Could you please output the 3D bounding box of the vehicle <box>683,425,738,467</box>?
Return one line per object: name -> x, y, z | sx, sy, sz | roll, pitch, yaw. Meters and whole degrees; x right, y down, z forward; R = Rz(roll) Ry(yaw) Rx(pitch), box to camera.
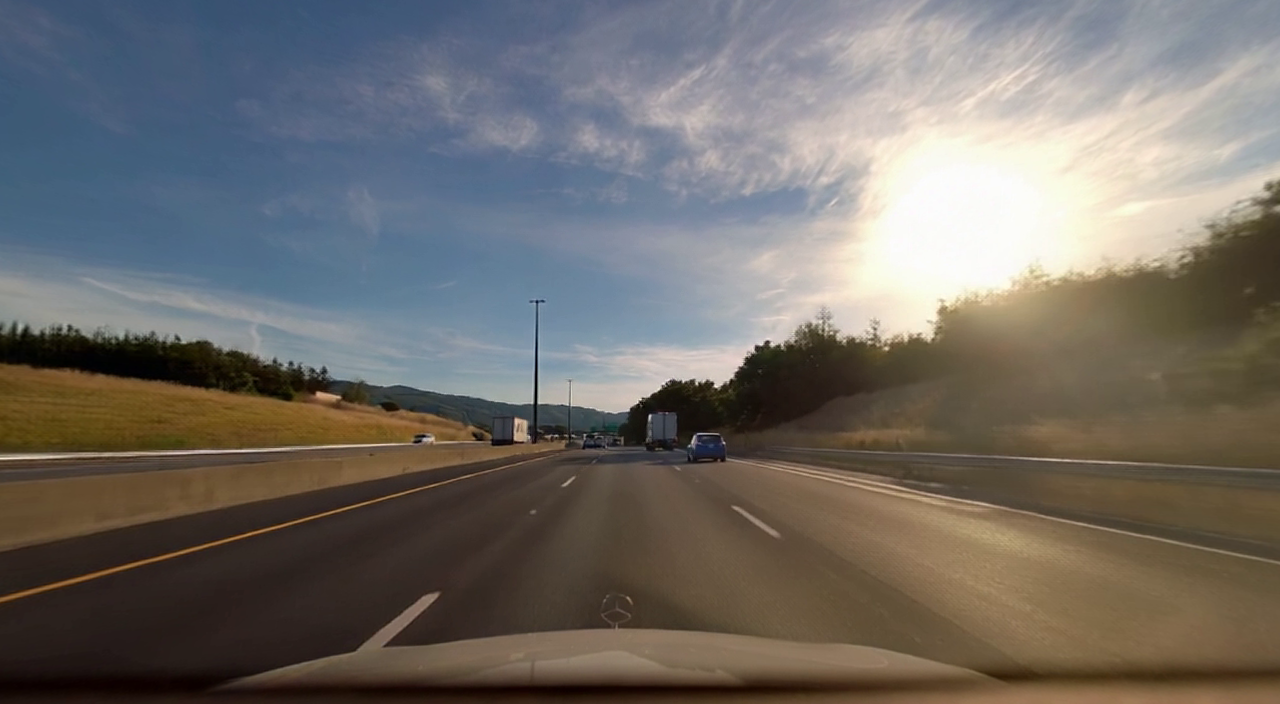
vehicle -> 3.406, 4.631, 31.235 | 2.076, 1.914, 4.287 | 0, -8, -2
